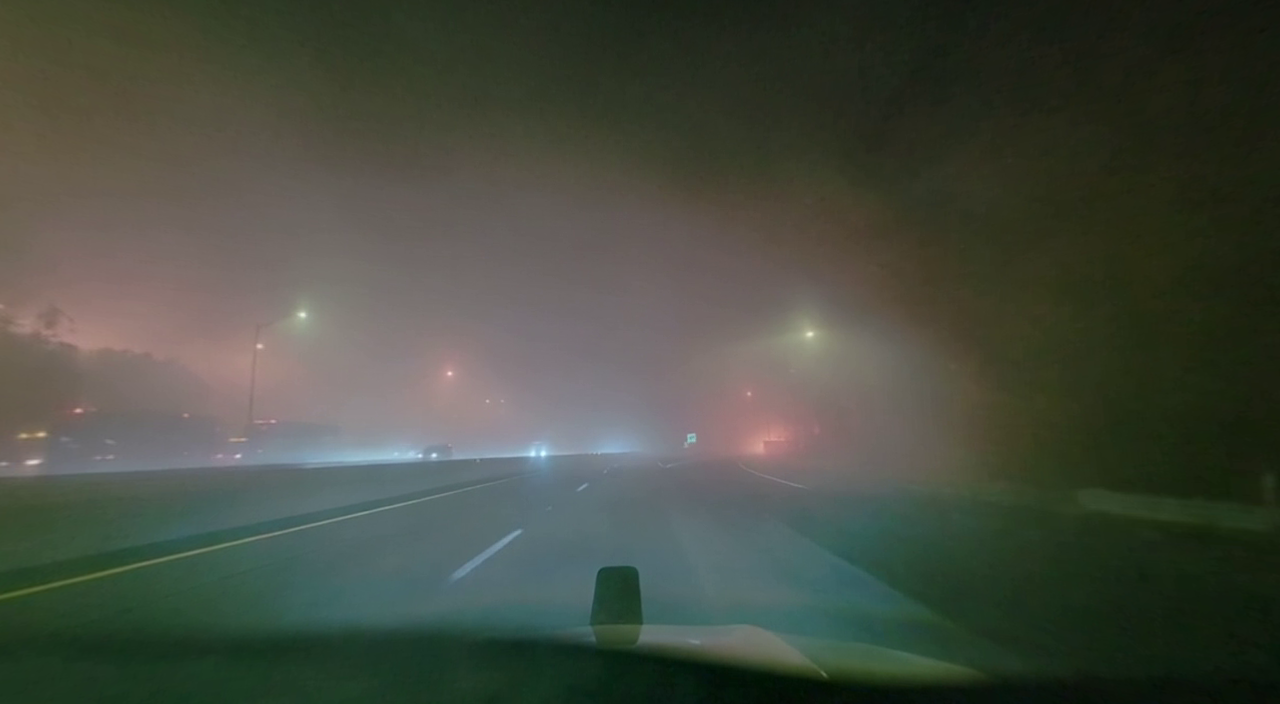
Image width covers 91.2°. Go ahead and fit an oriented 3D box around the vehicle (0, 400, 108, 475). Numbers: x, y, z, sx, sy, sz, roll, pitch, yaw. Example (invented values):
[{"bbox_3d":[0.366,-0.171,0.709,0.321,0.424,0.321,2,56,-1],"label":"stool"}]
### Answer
[{"bbox_3d":[-35.564,5.037,36.254,2.785,3.969,7.482,-3,-8,1],"label":"vehicle"}]
